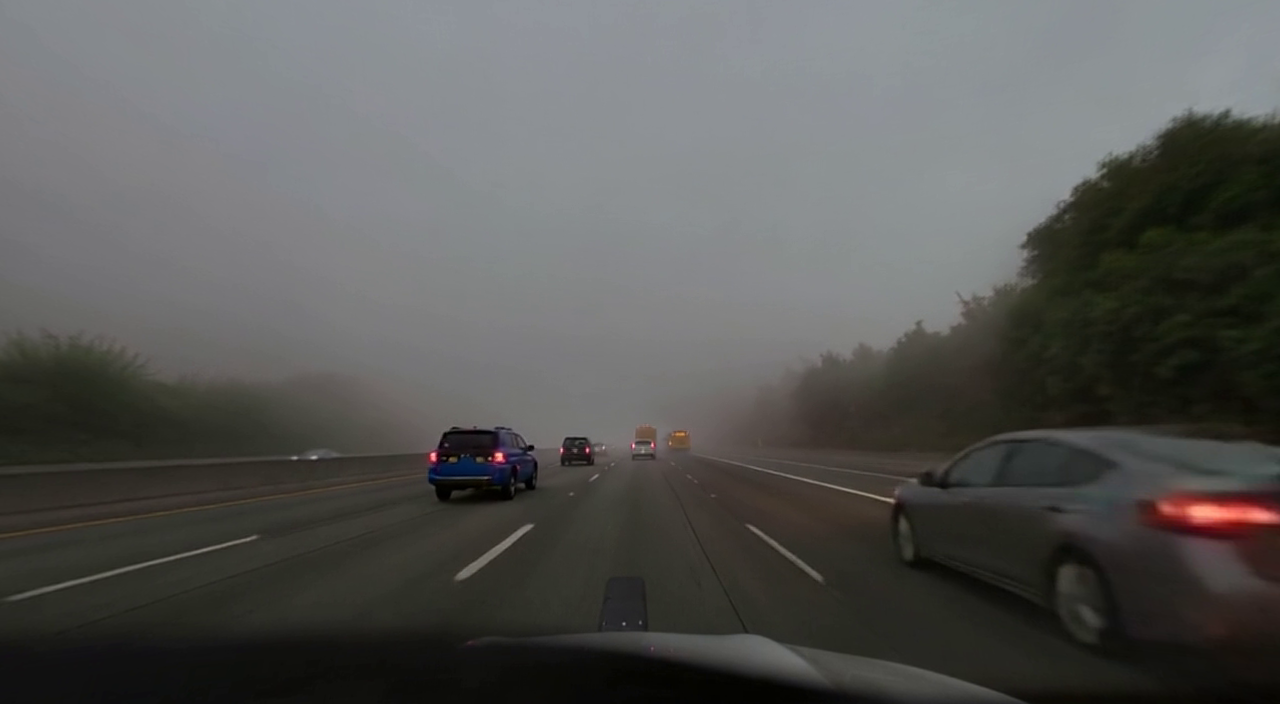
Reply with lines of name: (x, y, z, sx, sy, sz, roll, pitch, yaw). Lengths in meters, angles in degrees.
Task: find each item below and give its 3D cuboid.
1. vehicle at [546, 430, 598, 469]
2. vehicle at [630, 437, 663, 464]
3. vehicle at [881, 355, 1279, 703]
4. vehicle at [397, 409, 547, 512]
vehicle: (-3.370, 4.959, 32.186, 2.155, 1.843, 4.567, 0, -8, 0)
vehicle: (0.378, 6.323, 40.726, 2.042, 1.632, 3.654, 0, -8, 0)
vehicle: (3.834, 1.168, 4.920, 2.050, 1.661, 4.636, 0, -8, 0)
vehicle: (-3.476, 2.359, 14.057, 2.016, 1.898, 4.458, 0, -8, 1)
